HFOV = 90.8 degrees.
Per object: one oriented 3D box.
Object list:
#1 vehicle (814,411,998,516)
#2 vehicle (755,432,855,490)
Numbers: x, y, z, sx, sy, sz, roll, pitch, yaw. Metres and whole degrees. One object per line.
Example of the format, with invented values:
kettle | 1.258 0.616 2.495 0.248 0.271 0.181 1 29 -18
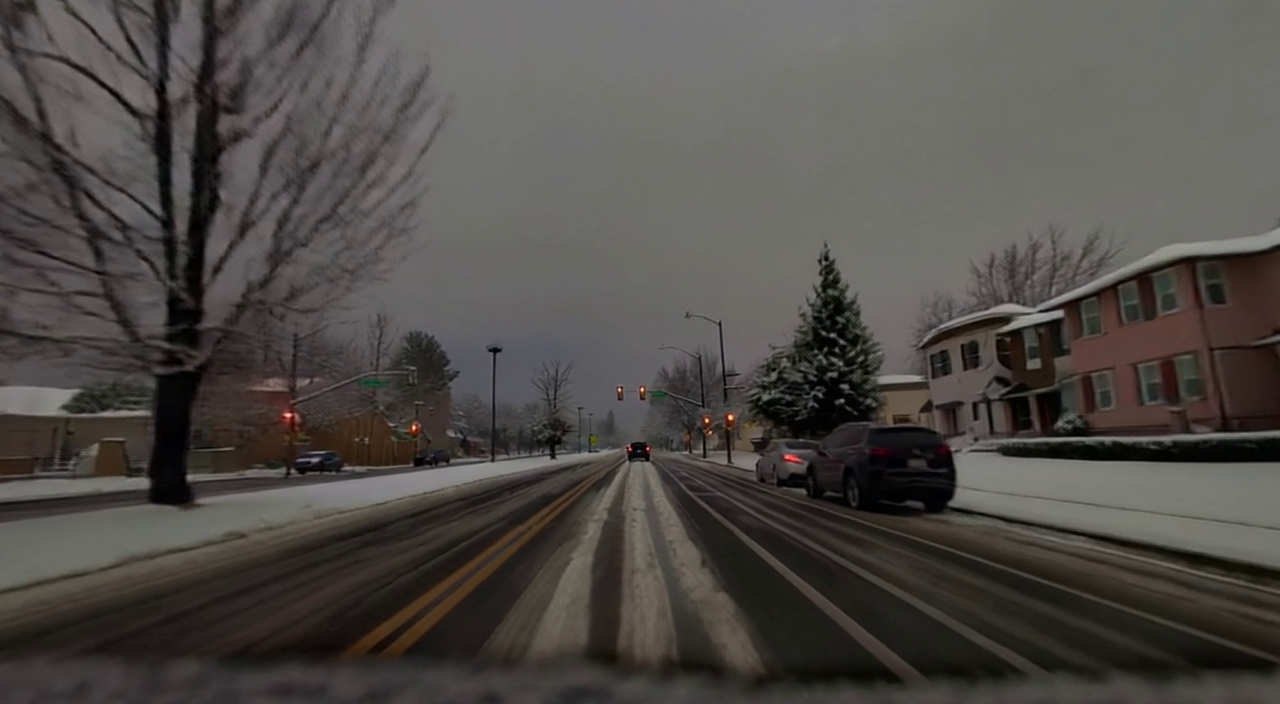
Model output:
vehicle | 5.629 2.432 14.250 2.008 1.930 4.919 0 -8 1
vehicle | 5.389 3.660 21.434 2.070 1.710 4.964 0 -9 0
